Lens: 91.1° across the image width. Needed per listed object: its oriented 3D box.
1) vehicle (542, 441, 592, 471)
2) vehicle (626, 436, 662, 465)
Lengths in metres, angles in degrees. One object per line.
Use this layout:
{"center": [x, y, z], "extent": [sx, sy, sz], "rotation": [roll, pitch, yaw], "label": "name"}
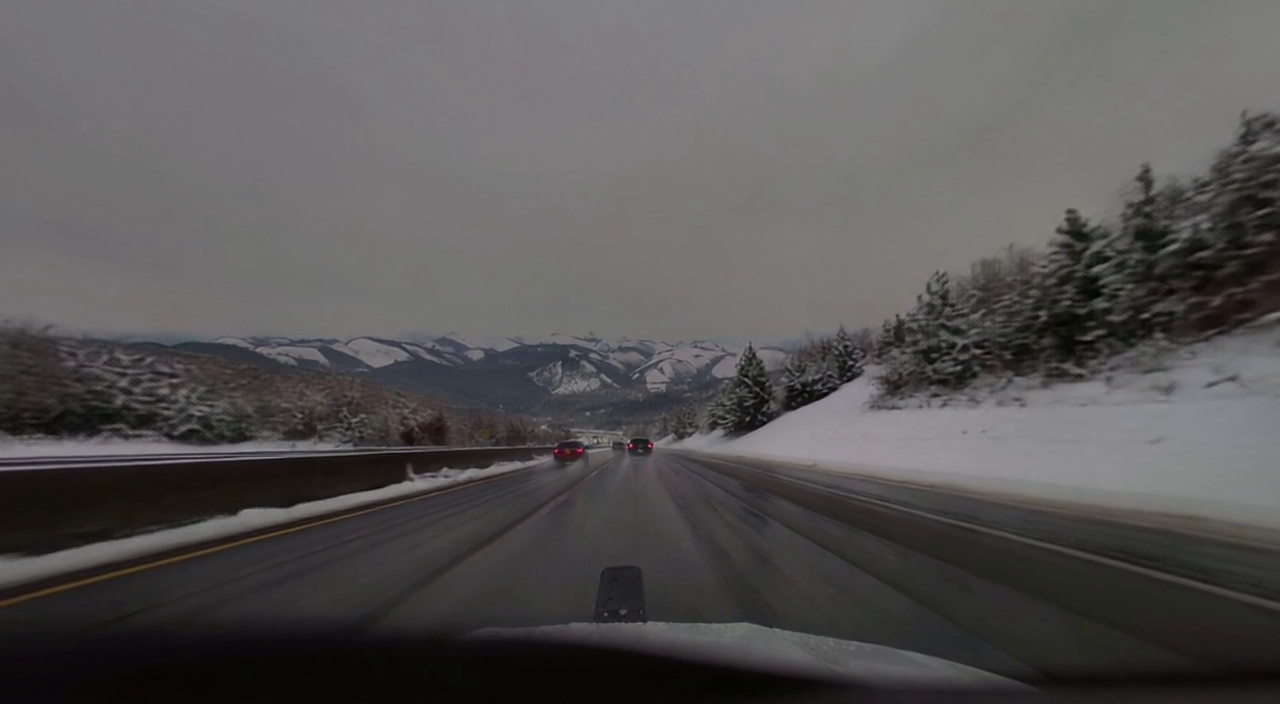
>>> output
{"center": [-3.790, 5.473, 33.372], "extent": [2.082, 1.485, 4.237], "rotation": [0, -8, 1], "label": "vehicle"}
{"center": [0.250, 6.568, 42.041], "extent": [2.272, 1.836, 4.866], "rotation": [0, -8, 0], "label": "vehicle"}
